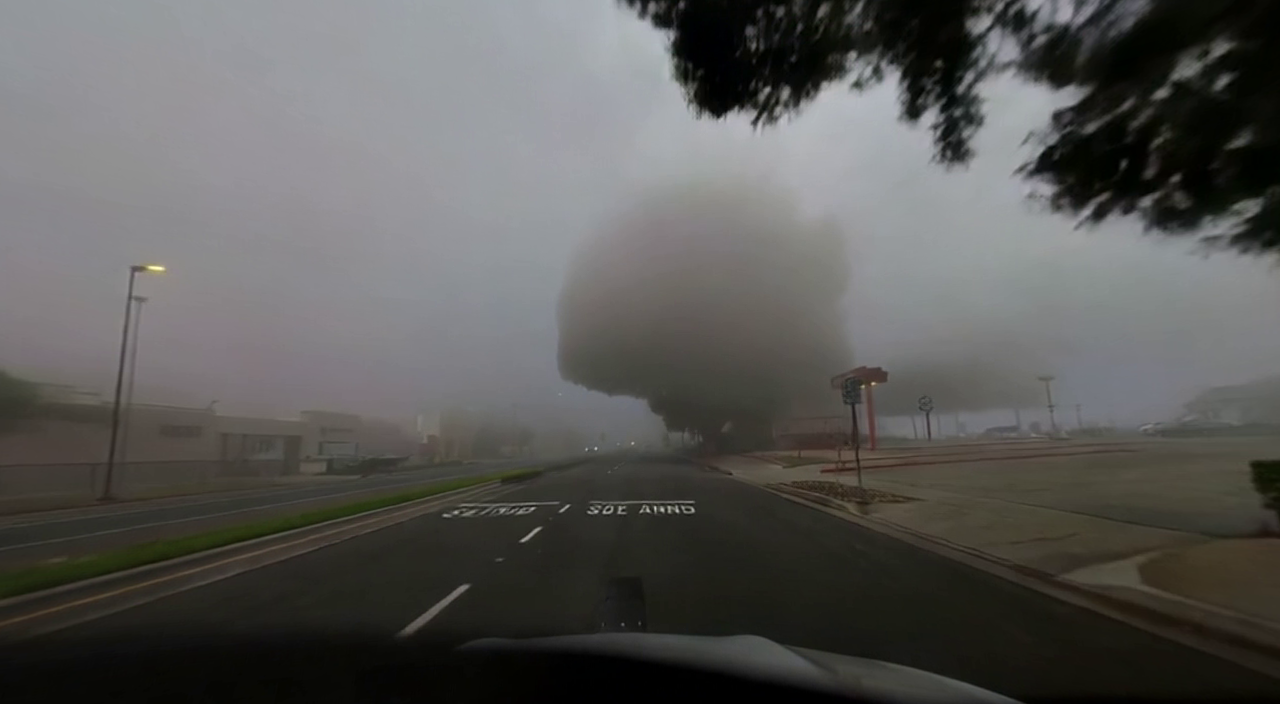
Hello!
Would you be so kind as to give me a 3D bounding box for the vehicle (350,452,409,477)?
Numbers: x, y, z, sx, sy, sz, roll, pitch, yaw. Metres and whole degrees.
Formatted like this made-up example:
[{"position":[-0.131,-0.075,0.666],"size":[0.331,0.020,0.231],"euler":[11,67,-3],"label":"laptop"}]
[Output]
[{"position":[-17.303,7.452,41.918],"size":[1.861,1.541,4.530],"euler":[0,-9,2],"label":"vehicle"}]
